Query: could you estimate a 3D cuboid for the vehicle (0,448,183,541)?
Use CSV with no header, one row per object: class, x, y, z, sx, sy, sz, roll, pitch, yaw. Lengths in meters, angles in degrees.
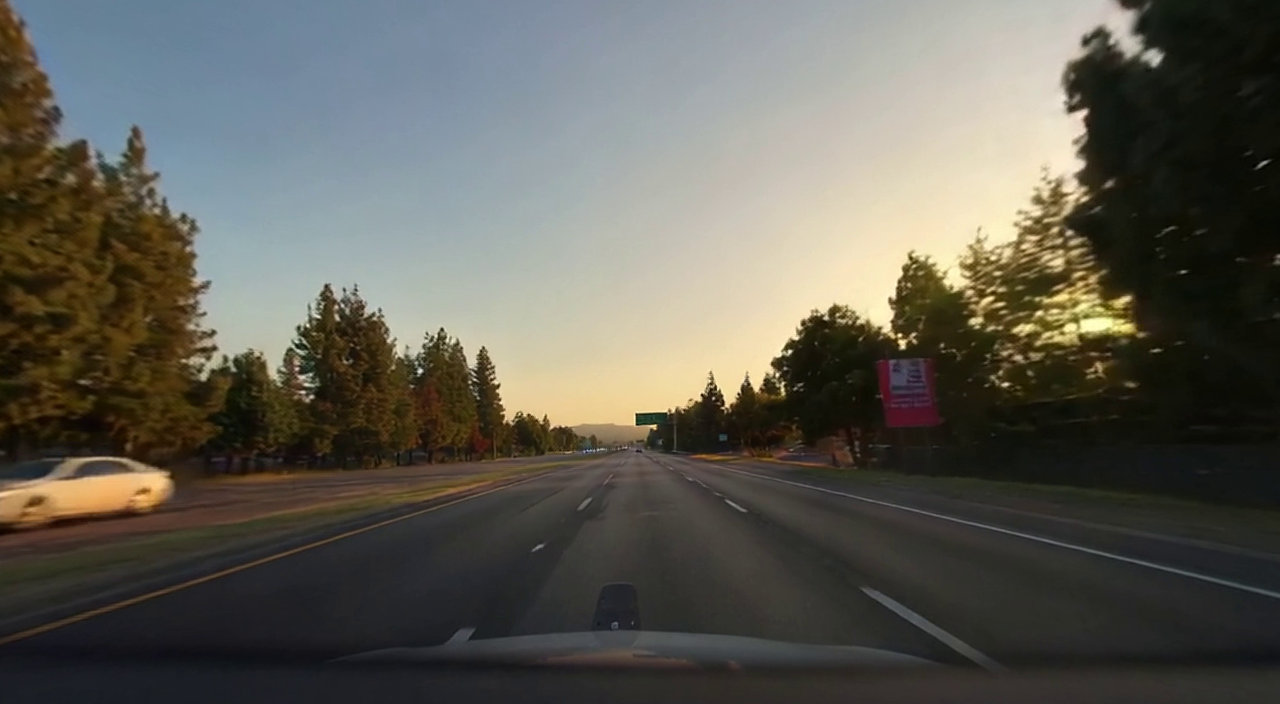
vehicle,-11.086,2.481,11.512,2.087,1.455,4.585,0,-9,0
